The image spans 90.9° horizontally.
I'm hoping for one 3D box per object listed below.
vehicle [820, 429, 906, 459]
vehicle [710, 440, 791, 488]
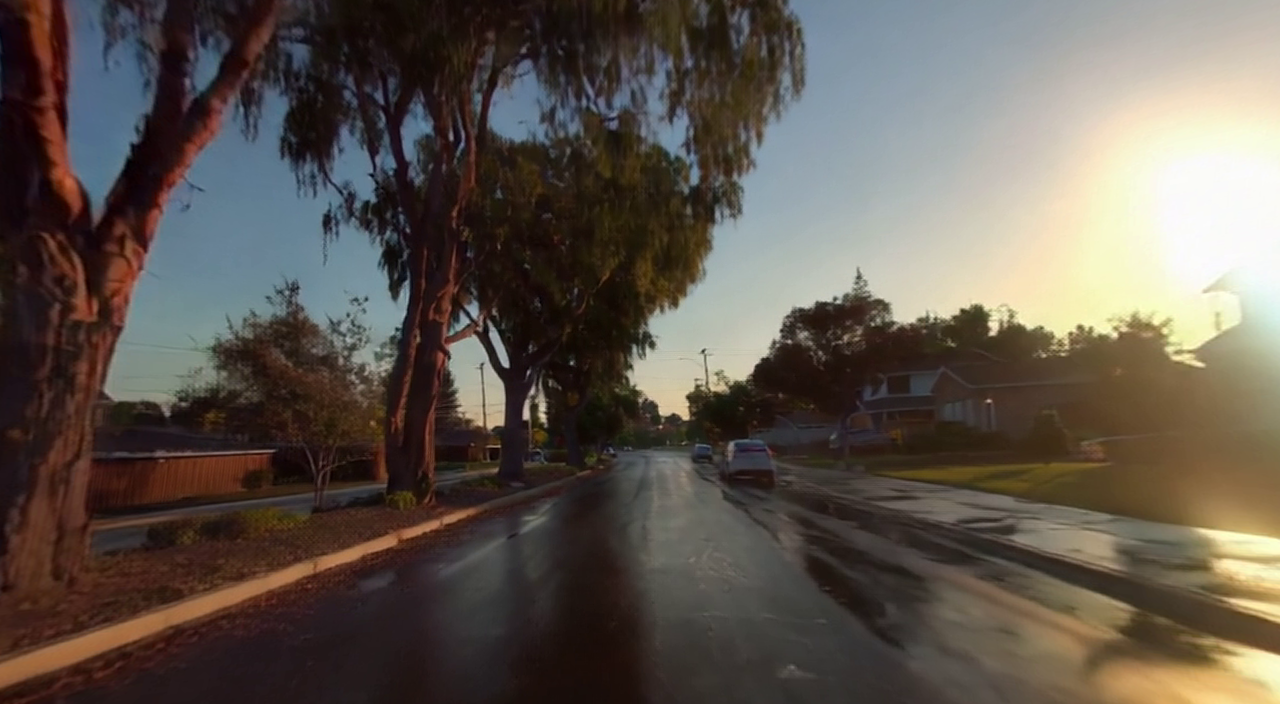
[{"bbox_3d":[11.716,4.872,33.251,3.827,1.512,1.855,0,-8,1],"label":"vehicle"},{"bbox_3d":[3.832,3.975,22.745,1.979,1.524,4.578,0,-8,-2],"label":"vehicle"}]
